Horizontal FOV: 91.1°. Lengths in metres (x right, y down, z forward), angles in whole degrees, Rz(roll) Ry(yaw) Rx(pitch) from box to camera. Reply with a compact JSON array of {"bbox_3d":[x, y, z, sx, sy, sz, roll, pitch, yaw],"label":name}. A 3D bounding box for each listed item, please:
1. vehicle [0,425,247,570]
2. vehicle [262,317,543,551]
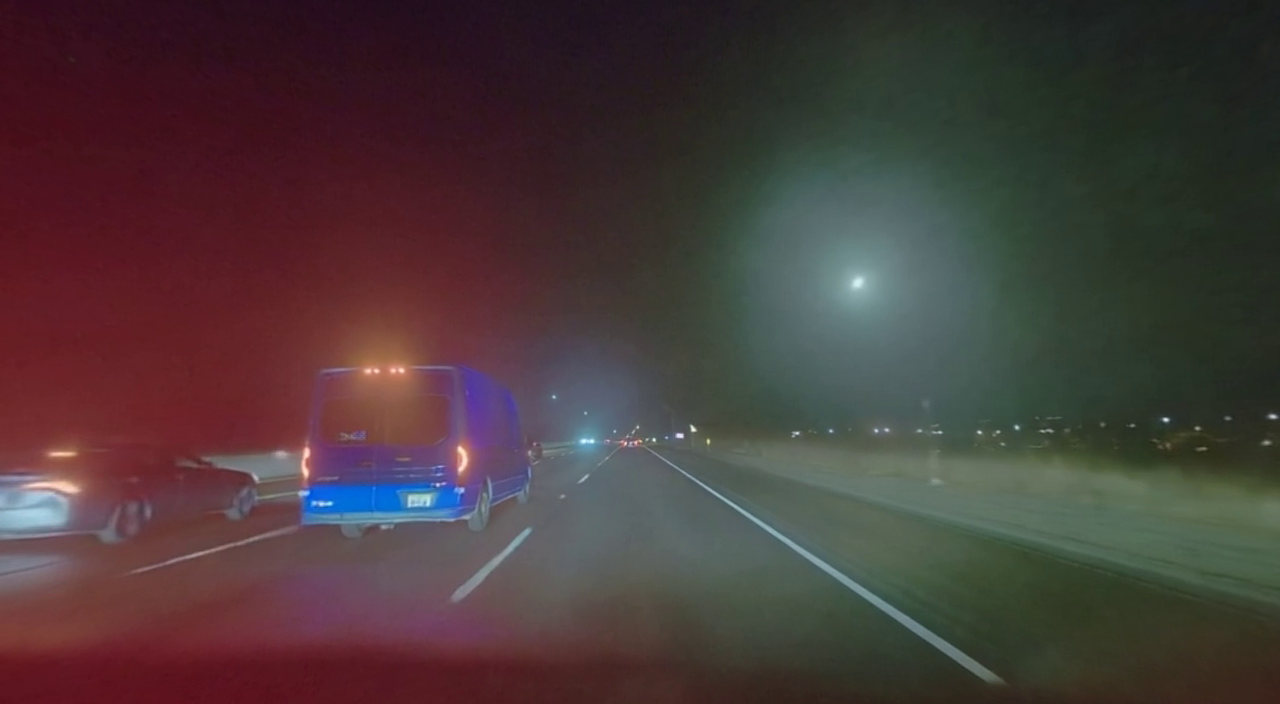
[{"bbox_3d":[-7.508,1.691,7.969,1.994,1.466,4.837,0,-8,-1],"label":"vehicle"},{"bbox_3d":[-3.363,1.443,11.194,2.428,2.782,7.330,0,-8,-3],"label":"vehicle"}]
